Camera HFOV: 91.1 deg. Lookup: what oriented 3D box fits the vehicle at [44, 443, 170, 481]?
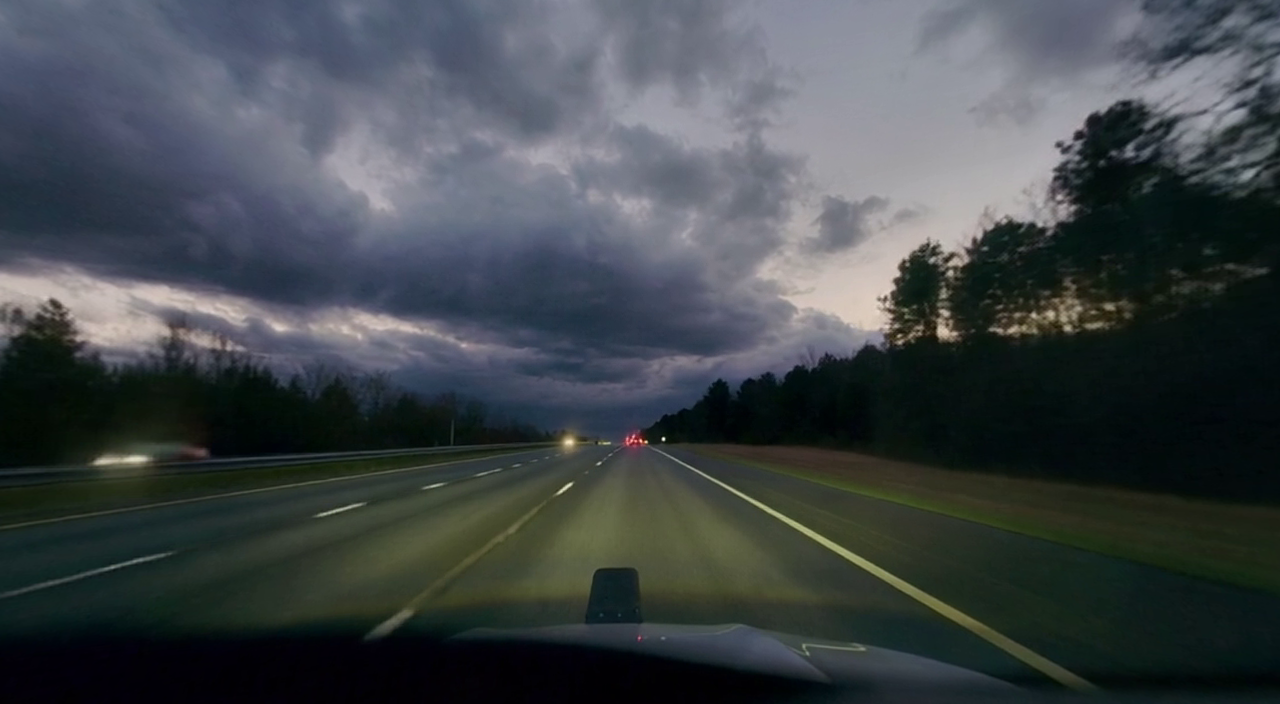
[{"bbox_3d":[-25.104,5.162,29.896,1.877,1.559,4.830,0,-8,-1],"label":"vehicle"}]
